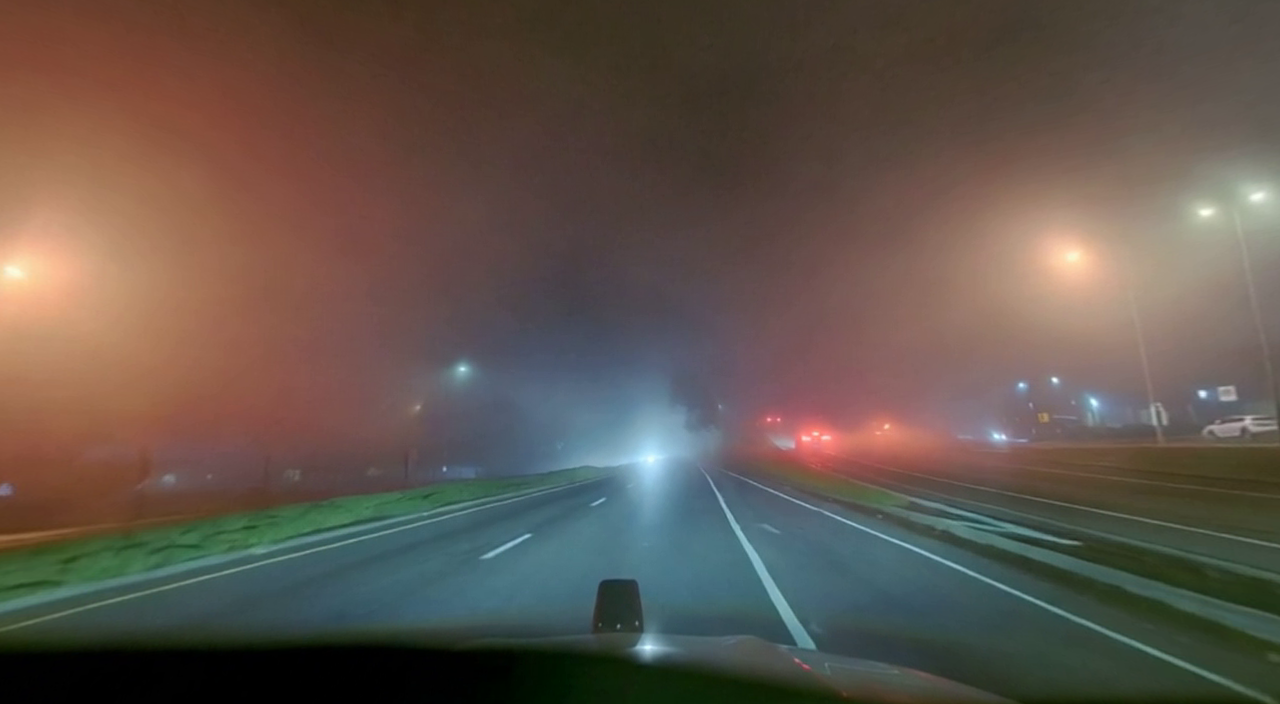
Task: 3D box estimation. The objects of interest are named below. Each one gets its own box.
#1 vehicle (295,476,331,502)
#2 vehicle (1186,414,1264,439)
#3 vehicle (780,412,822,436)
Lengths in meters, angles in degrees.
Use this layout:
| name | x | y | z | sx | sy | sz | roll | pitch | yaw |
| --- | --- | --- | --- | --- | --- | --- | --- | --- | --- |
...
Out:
| name | x | y | z | sx | sy | sz | roll | pitch | yaw |
| --- | --- | --- | --- | --- | --- | --- | --- | --- | --- |
| vehicle | -22.851 | 9.550 | 44.228 | 2.105 | 1.469 | 4.514 | 3 | -9 | -26 |
| vehicle | 43.829 | 5.611 | 47.450 | 1.744 | 1.705 | 4.514 | -2 | -8 | 5 |
| vehicle | 11.329 | 5.164 | 44.755 | 2.048 | 1.516 | 3.874 | -1 | -8 | 2 |
